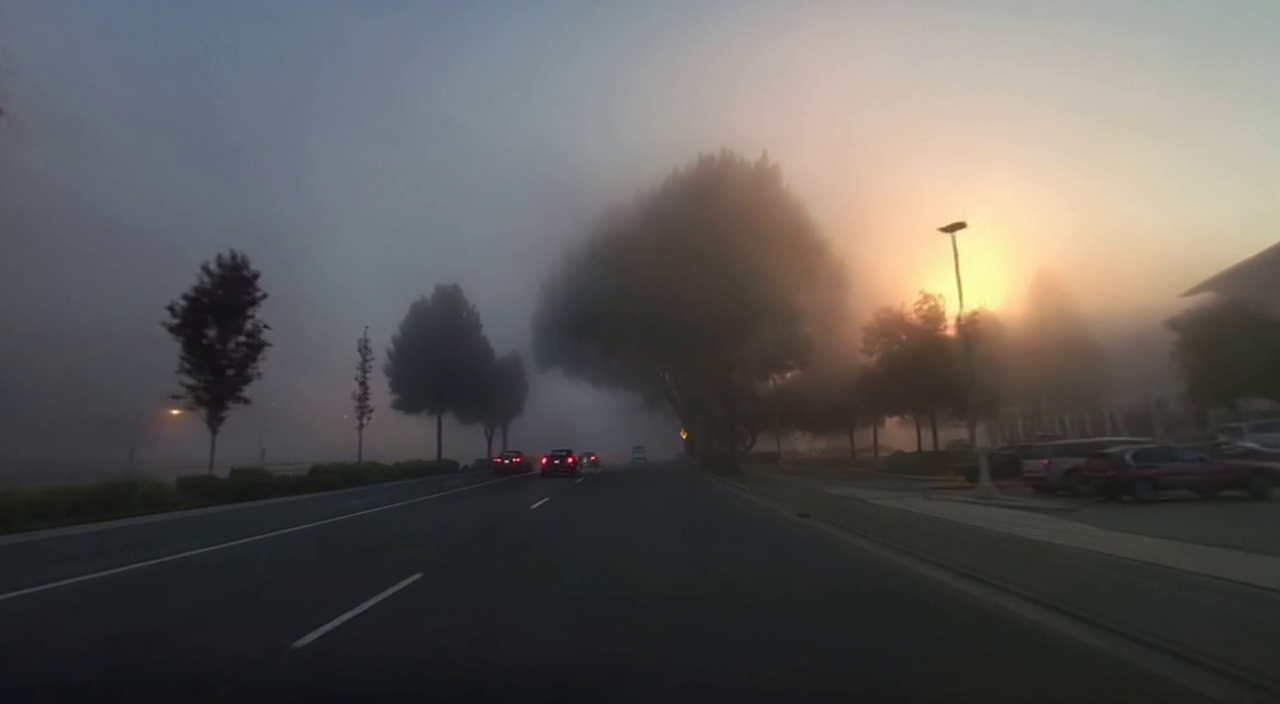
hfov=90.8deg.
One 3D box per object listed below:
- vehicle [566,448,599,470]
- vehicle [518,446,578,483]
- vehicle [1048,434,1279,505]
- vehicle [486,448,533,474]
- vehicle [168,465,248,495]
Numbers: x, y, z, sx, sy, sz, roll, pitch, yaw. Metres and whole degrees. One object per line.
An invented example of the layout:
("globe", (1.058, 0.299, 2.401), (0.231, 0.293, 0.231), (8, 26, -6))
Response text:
("vehicle", (-4.016, 7.557, 44.736), (1.971, 1.414, 4.317), (0, -9, 0))
("vehicle", (-4.094, 5.073, 28.758), (2.011, 1.483, 4.596), (-1, -9, 0))
("vehicle", (12.860, 2.830, 15.447), (4.313, 1.596, 2.028), (0, -9, 1))
("vehicle", (-8.322, 6.967, 40.686), (1.976, 1.497, 4.709), (0, -9, 1))
("vehicle", (-27.091, 8.005, 39.812), (1.758, 1.566, 4.531), (-4, -9, 1))
